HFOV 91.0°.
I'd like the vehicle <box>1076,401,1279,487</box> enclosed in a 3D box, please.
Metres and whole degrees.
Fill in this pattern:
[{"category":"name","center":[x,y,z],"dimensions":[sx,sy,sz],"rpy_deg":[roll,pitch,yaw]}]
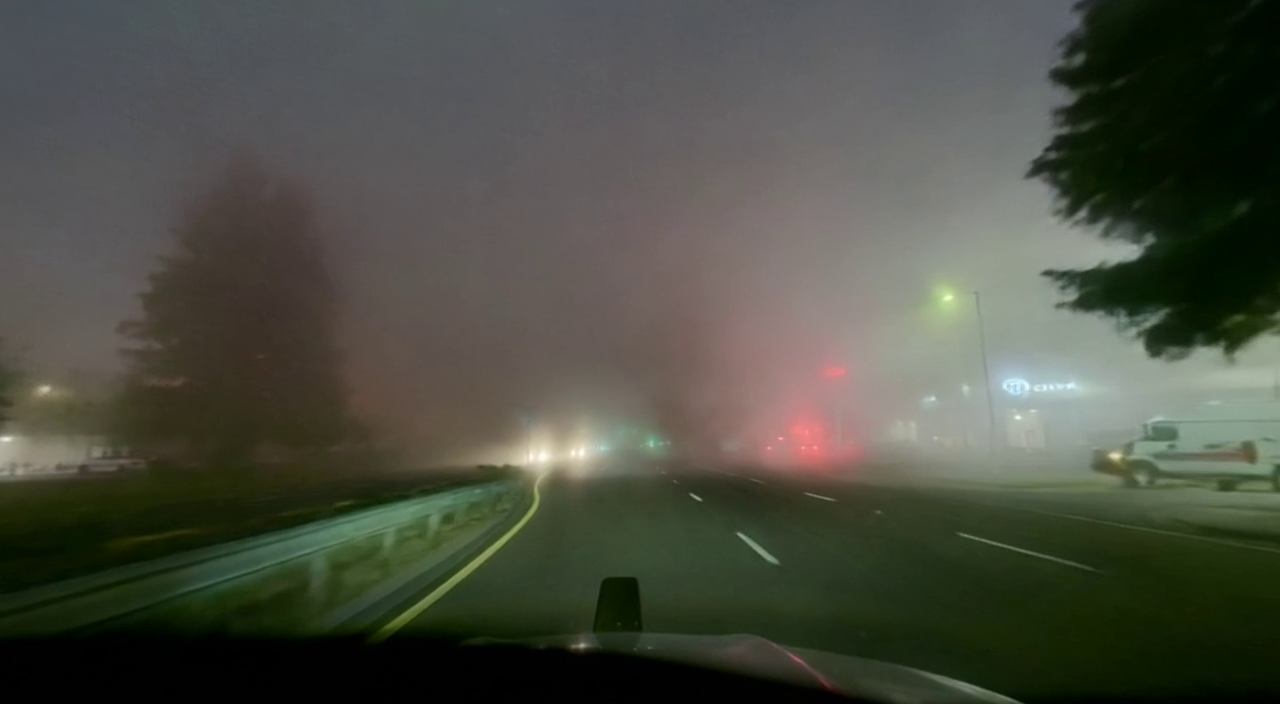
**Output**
[{"category":"vehicle","center":[22.076,3.578,24.736],"dimensions":[7.634,3.061,2.777],"rpy_deg":[-1,-8,0]}]
